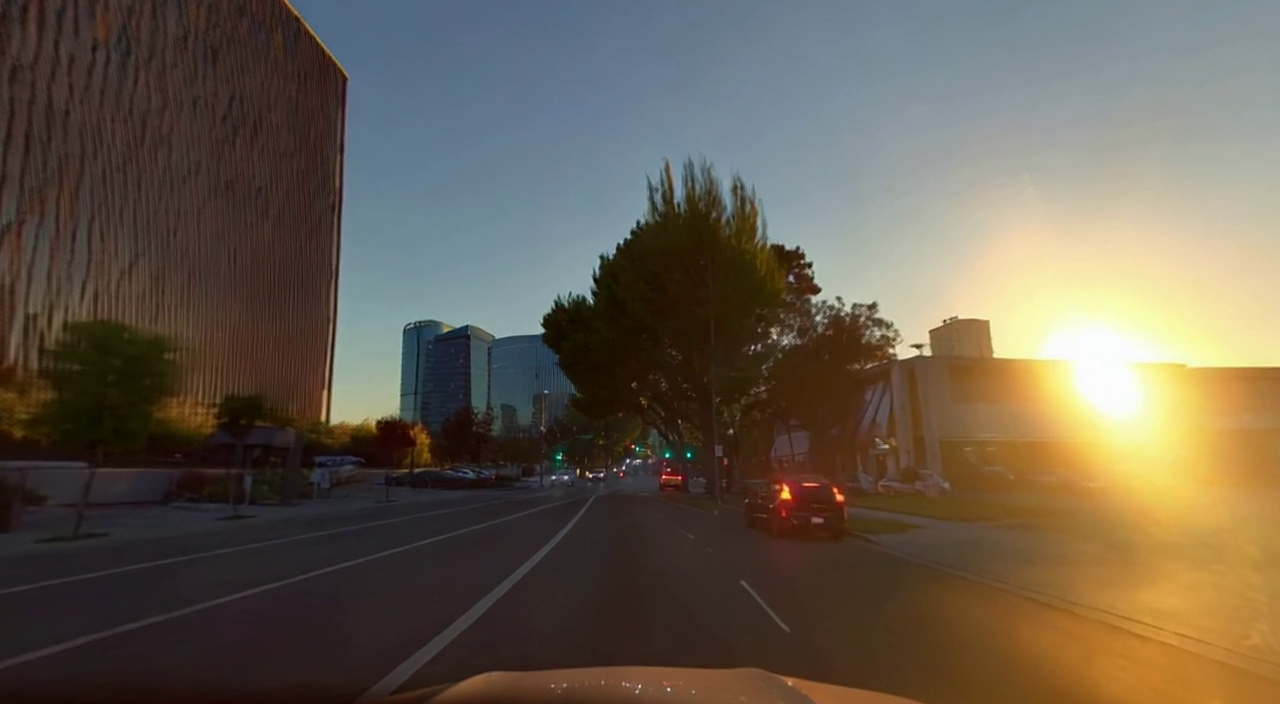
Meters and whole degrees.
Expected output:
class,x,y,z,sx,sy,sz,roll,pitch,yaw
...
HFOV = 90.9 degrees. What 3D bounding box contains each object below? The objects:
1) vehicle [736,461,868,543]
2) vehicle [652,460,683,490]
class,x,y,z,sx,sy,sz,roll,pitch,yaw
vehicle,3.281,3.131,13.564,1.899,1.470,3.666,0,-11,1
vehicle,1.961,9.002,46.206,2.064,2.010,4.791,0,-11,1
